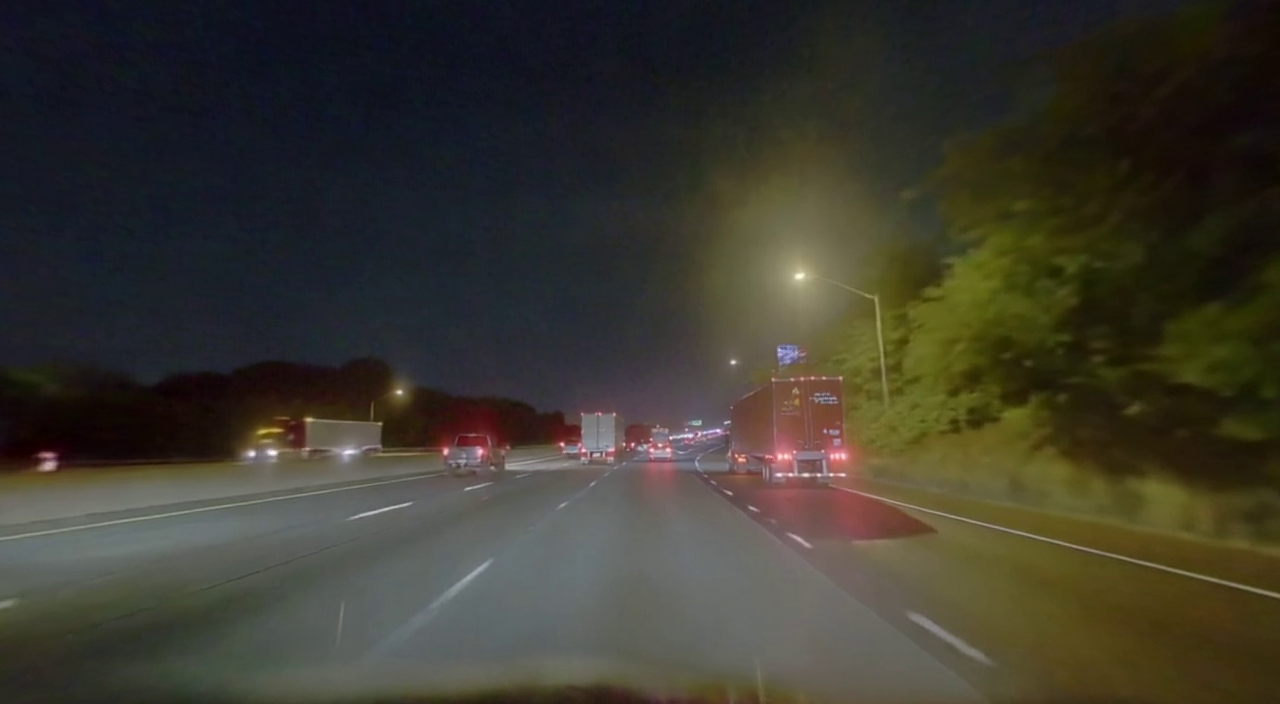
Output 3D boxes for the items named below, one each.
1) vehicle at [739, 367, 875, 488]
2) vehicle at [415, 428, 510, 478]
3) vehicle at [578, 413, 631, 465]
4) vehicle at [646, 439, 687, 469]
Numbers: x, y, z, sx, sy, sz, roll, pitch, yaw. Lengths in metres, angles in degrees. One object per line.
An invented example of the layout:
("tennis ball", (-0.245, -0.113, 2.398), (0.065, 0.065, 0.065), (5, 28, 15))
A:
("vehicle", (5.391, 2.724, 22.037), (2.895, 3.484, 7.631), (0, -8, 2))
("vehicle", (-7.074, 4.099, 25.837), (2.272, 1.850, 5.156), (0, -8, 1))
("vehicle", (-2.212, 5.847, 42.249), (2.745, 3.156, 7.608), (0, -8, 3))
("vehicle", (1.424, 5.572, 34.680), (2.105, 1.502, 4.068), (0, -8, 1))
